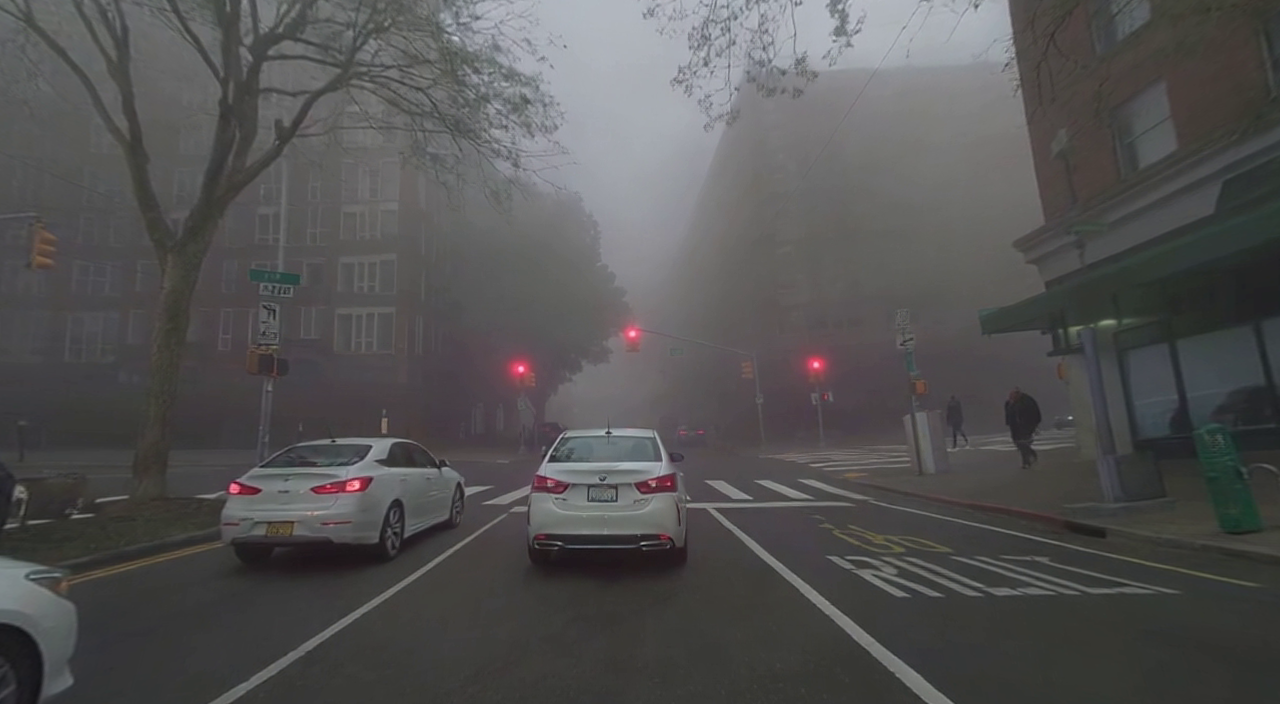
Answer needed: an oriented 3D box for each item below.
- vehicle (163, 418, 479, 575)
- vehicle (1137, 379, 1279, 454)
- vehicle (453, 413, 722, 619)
[{"bbox_3d":[-3.694,1.742,8.415,1.934,1.522,4.287,0,-9,0],"label":"vehicle"},{"bbox_3d":[21.627,2.388,22.769,5.863,2.493,2.354,1,-9,-11],"label":"vehicle"},{"bbox_3d":[-0.411,1.518,6.737,1.999,1.520,3.896,0,-8,-1],"label":"vehicle"}]
